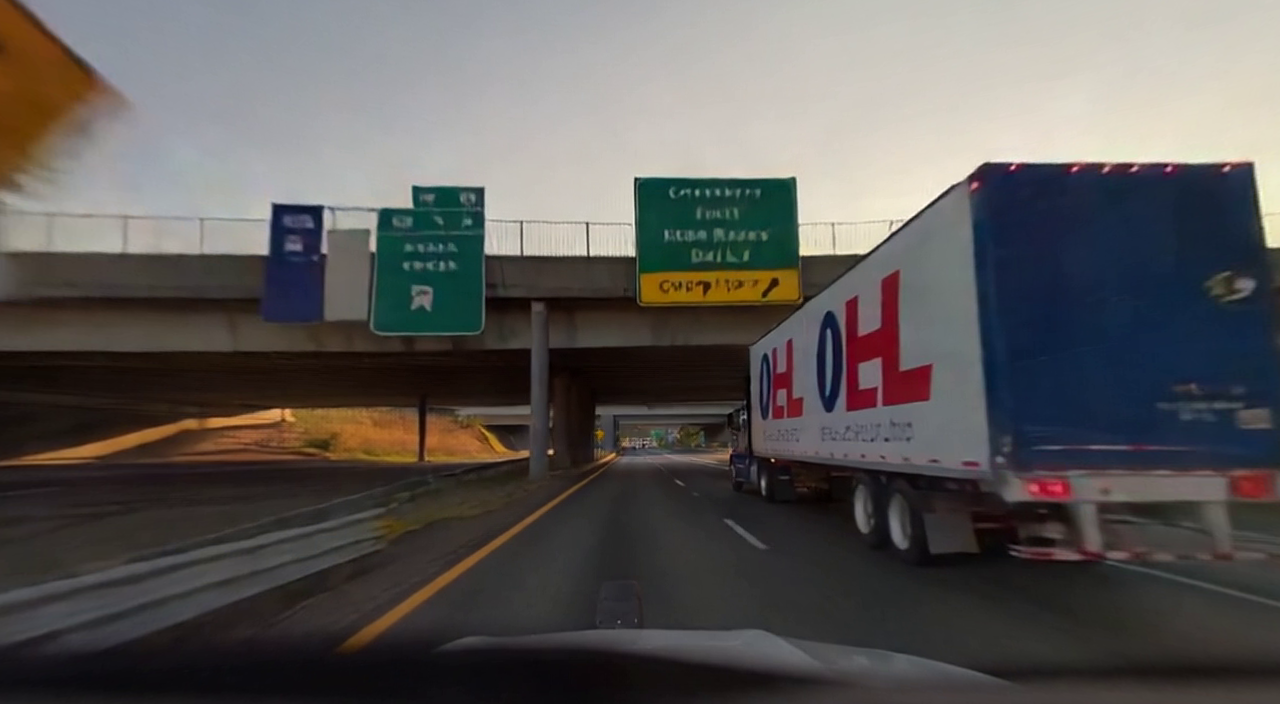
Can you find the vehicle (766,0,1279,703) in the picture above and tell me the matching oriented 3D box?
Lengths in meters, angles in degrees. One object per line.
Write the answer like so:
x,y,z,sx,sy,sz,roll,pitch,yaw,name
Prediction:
3.843,0.250,7.267,2.879,4.075,8.126,0,-9,-1,vehicle
